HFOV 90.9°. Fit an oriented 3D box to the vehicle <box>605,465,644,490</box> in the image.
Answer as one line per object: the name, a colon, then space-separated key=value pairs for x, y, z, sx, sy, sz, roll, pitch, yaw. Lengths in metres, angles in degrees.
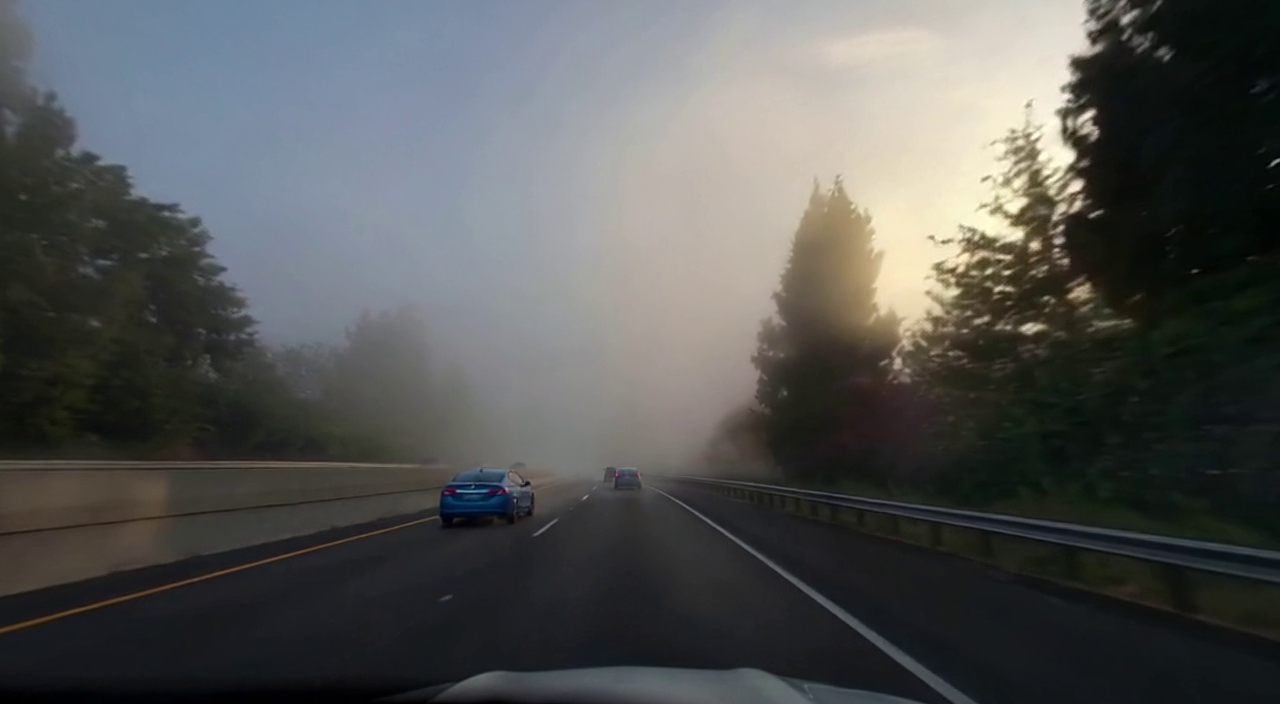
vehicle: x=-0.945 y=8.114 z=40.846 sx=2.363 sy=1.526 sz=4.687 roll=1 pitch=-11 yaw=0

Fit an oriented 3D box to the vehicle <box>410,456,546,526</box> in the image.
vehicle: x=-3.985 y=3.572 z=16.542 sx=2.310 sy=1.521 sz=4.731 roll=1 pitch=-11 yaw=0
